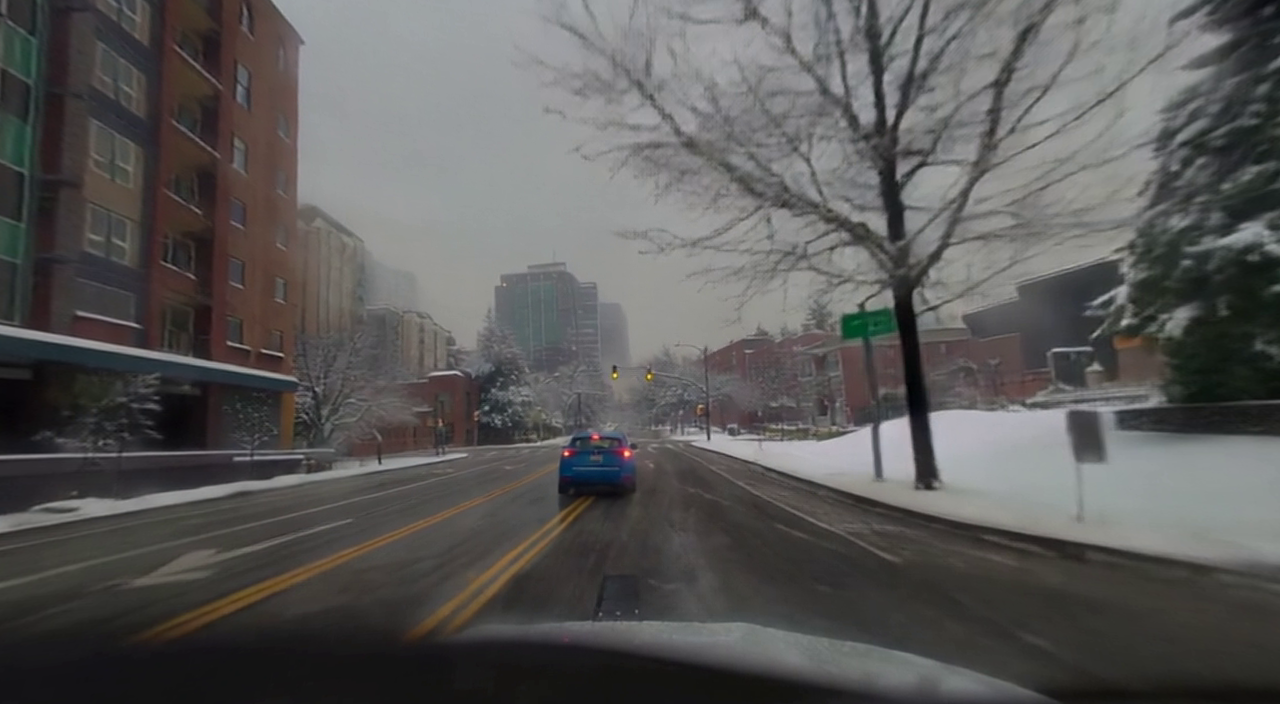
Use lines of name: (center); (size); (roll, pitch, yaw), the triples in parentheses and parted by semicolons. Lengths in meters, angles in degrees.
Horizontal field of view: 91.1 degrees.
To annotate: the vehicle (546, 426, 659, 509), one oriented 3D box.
vehicle: (-0.858, 2.255, 12.930); (1.950, 1.401, 4.159); (1, -8, -6)
